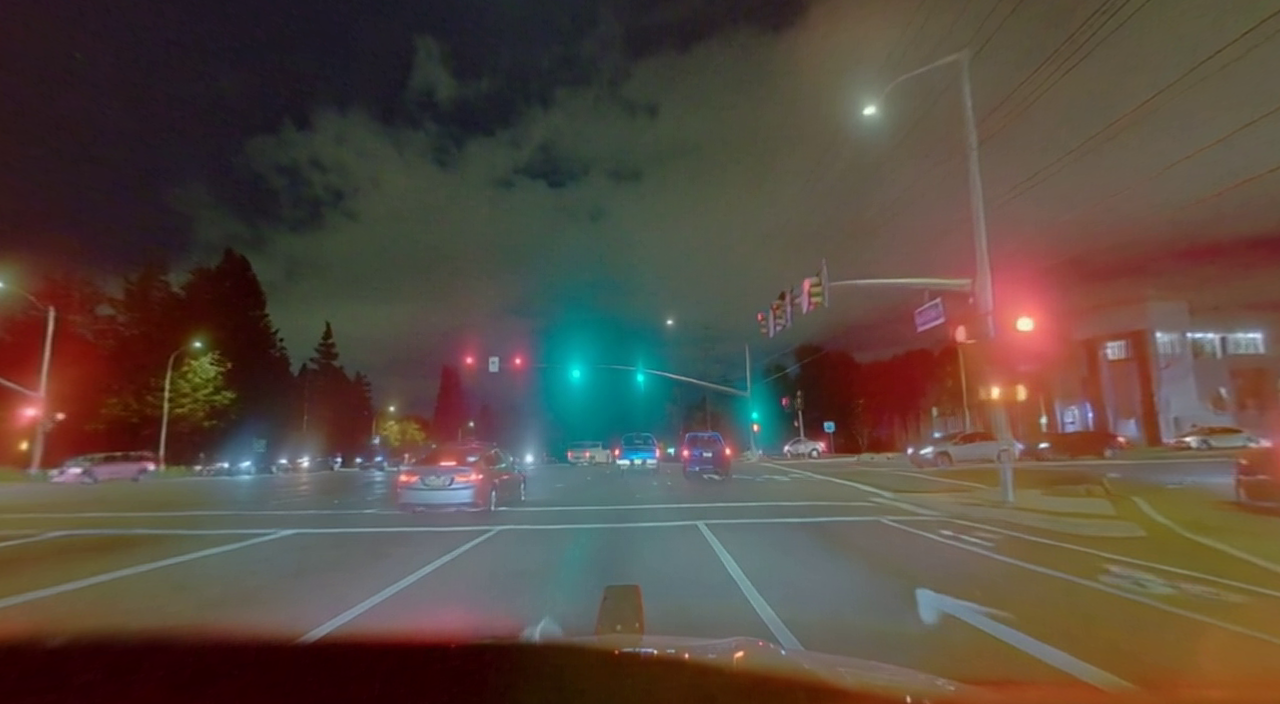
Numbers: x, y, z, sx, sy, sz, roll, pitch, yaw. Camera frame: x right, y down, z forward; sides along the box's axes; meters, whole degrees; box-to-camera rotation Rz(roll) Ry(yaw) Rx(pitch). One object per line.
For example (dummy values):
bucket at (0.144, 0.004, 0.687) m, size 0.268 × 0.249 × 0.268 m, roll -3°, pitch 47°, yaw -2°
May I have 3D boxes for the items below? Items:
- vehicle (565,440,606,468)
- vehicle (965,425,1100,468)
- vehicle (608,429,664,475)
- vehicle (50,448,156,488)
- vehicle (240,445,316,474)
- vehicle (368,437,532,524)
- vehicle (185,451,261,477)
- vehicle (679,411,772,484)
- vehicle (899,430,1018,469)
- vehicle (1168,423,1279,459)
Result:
vehicle at (-3.629, 6.914, 42.964) m, size 2.273 × 1.749 × 4.385 m, roll 0°, pitch -8°, yaw 2°
vehicle at (17.350, 4.232, 28.025) m, size 4.782 × 1.768 × 2.152 m, roll 2°, pitch -9°, yaw -11°
vehicle at (-0.093, 5.192, 33.005) m, size 2.643 × 2.145 × 5.585 m, roll -1°, pitch -8°, yaw 3°
vehicle at (-23.017, 4.908, 27.053) m, size 4.214 × 1.557 × 2.016 m, roll -5°, pitch -10°, yaw 30°
vehicle at (-24.484, 7.289, 42.999) m, size 2.224 × 1.759 × 4.994 m, roll -4°, pitch -9°, yaw 0°
vehicle at (-3.716, 2.588, 13.350) m, size 1.939 × 1.494 × 4.499 m, roll 0°, pitch -8°, yaw 2°
vehicle at (-28.125, 7.557, 42.832) m, size 1.985 × 1.609 × 4.536 m, roll -1°, pitch -9°, yaw 1°
vehicle at (3.323, 3.975, 26.421) m, size 2.905 × 2.636 × 6.895 m, roll 0°, pitch -8°, yaw 0°
vehicle at (15.392, 4.726, 30.649) m, size 4.681 × 1.756 × 2.109 m, roll 2°, pitch -9°, yaw -9°
vehicle at (31.285, 4.723, 33.446) m, size 4.848 × 1.769 × 2.301 m, roll 2°, pitch -9°, yaw -8°
